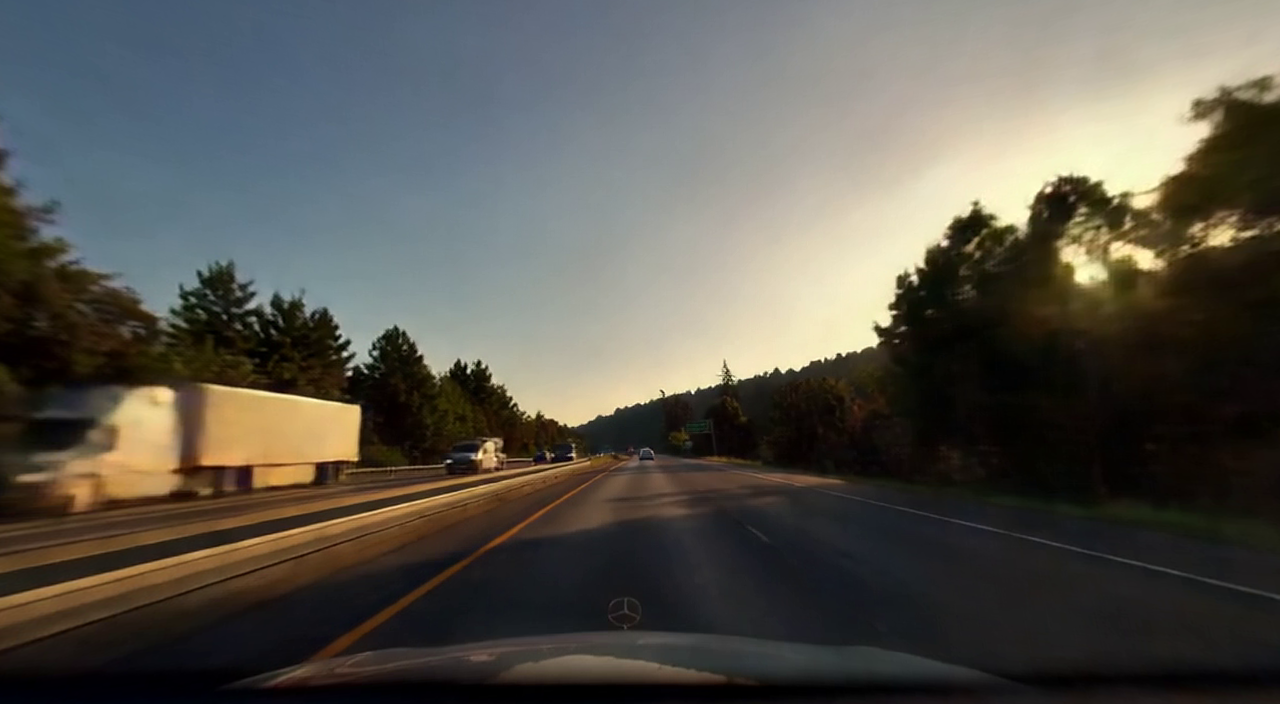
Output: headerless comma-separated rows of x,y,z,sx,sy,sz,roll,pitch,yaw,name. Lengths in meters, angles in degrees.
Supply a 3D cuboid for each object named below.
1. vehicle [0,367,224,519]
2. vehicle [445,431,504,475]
-16.773,2.873,19.853,2.761,3.994,6.240,0,-9,1,vehicle
-12.309,7.567,47.459,2.459,3.018,6.687,0,-9,1,vehicle
